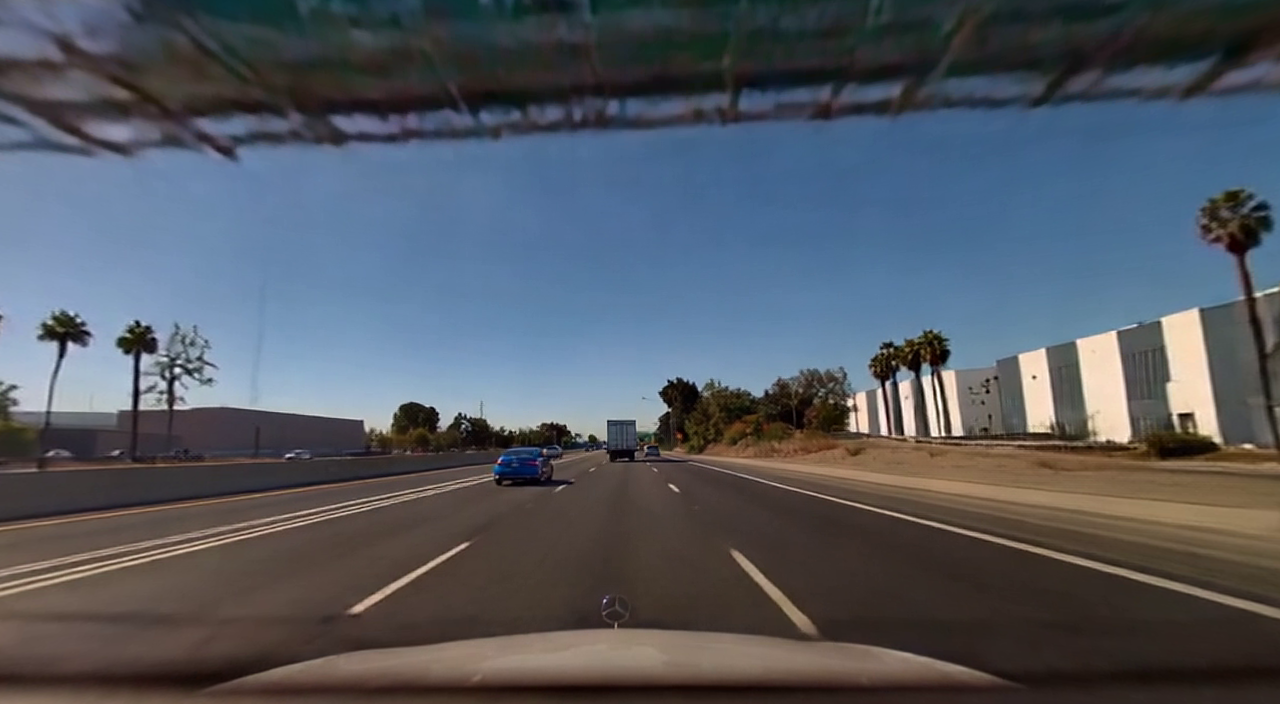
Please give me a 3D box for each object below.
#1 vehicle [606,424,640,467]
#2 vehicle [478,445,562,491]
[{"bbox_3d":[-1.244,7.056,47.657,2.364,2.953,6.495,0,-8,-1],"label":"vehicle"},{"bbox_3d":[-4.084,4.006,22.284,2.097,1.447,4.291,0,-8,0],"label":"vehicle"}]
